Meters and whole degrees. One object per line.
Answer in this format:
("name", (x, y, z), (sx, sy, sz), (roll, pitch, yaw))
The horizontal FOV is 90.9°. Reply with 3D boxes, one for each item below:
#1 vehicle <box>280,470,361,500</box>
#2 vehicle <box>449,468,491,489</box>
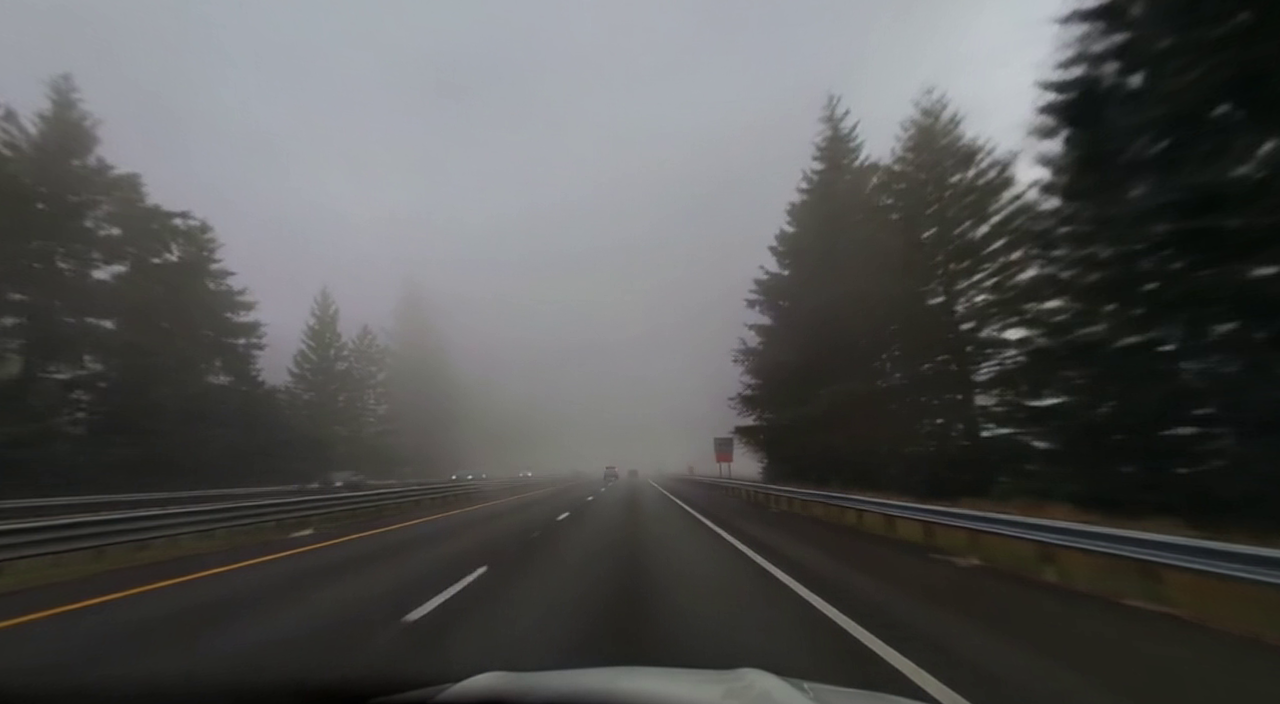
("vehicle", (-16.870, 7.045, 33.564), (1.948, 1.465, 4.583), (1, -11, 0))
("vehicle", (-12.820, 9.571, 47.812), (1.932, 1.473, 4.509), (1, -11, 0))
